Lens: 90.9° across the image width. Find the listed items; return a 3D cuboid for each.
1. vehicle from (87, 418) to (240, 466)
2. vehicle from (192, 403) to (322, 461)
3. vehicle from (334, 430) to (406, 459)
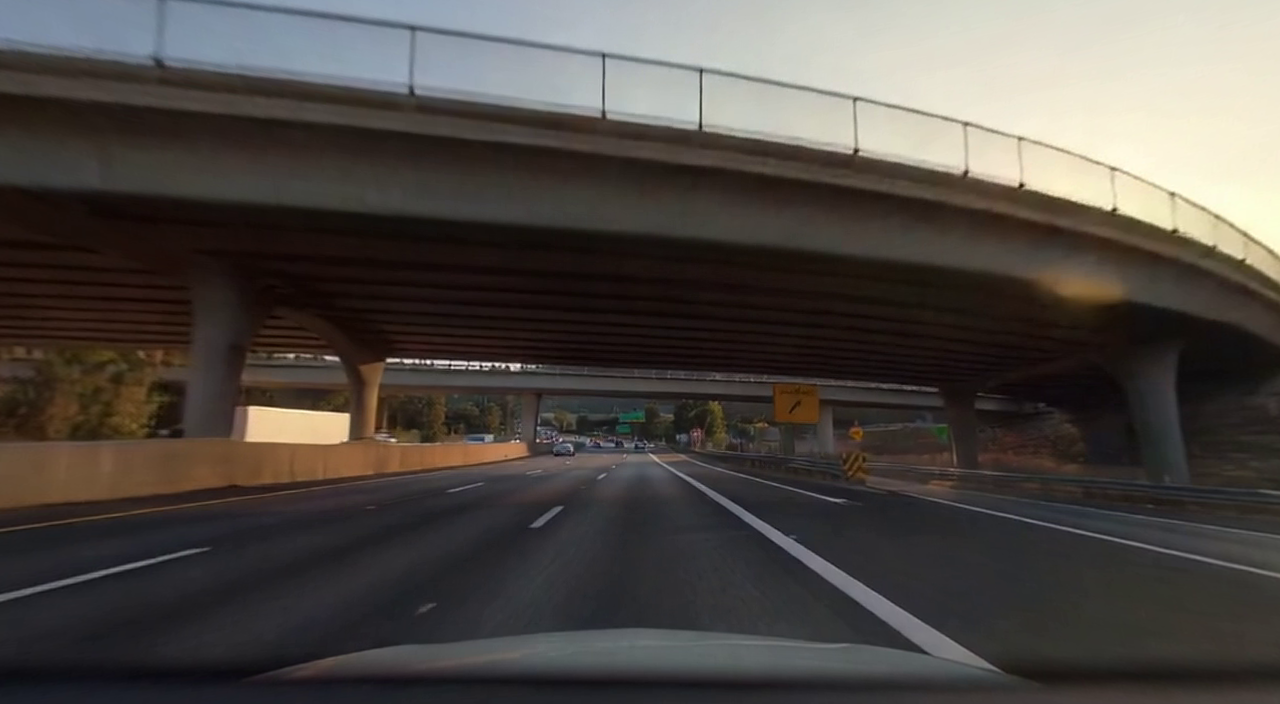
[{"bbox_3d":[-21.423,4.122,28.839,2.284,1.976,5.973,0,-8,0],"label":"vehicle"},{"bbox_3d":[-21.394,4.609,35.803,3.018,2.997,6.642,0,-8,1],"label":"vehicle"},{"bbox_3d":[-17.294,5.985,40.752,2.129,1.697,5.626,0,-8,0],"label":"vehicle"}]
